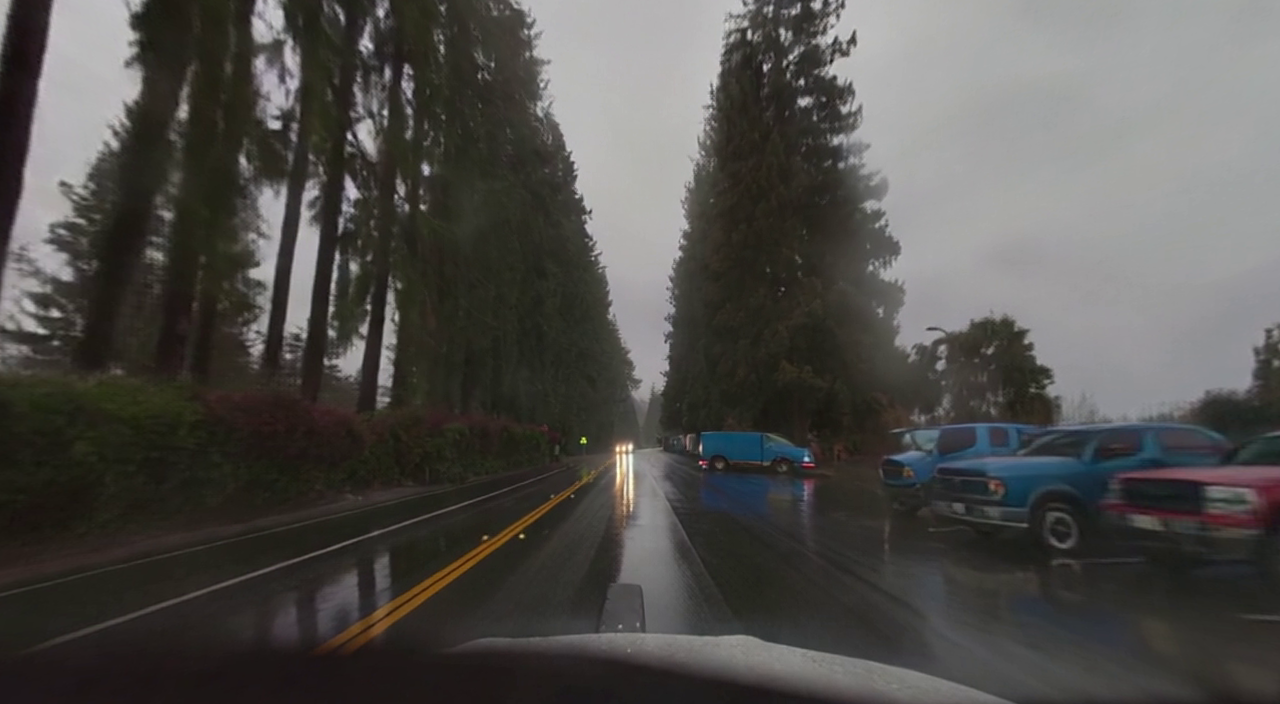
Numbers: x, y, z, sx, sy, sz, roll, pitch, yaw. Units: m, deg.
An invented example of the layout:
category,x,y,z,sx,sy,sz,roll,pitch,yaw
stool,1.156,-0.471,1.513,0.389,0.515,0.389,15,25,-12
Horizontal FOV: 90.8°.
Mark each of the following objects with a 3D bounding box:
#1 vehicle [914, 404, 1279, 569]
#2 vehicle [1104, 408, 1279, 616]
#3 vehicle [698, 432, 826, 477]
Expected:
category,x,y,z,sx,sy,sz,roll,pitch,yaw
vehicle,6.716,1.721,8.600,4.937,1.879,2.156,0,-9,-5
vehicle,7.215,1.448,6.109,3.926,1.708,1.945,0,-9,-4
vehicle,5.935,5.079,31.442,5.797,2.070,2.502,0,-9,-1
